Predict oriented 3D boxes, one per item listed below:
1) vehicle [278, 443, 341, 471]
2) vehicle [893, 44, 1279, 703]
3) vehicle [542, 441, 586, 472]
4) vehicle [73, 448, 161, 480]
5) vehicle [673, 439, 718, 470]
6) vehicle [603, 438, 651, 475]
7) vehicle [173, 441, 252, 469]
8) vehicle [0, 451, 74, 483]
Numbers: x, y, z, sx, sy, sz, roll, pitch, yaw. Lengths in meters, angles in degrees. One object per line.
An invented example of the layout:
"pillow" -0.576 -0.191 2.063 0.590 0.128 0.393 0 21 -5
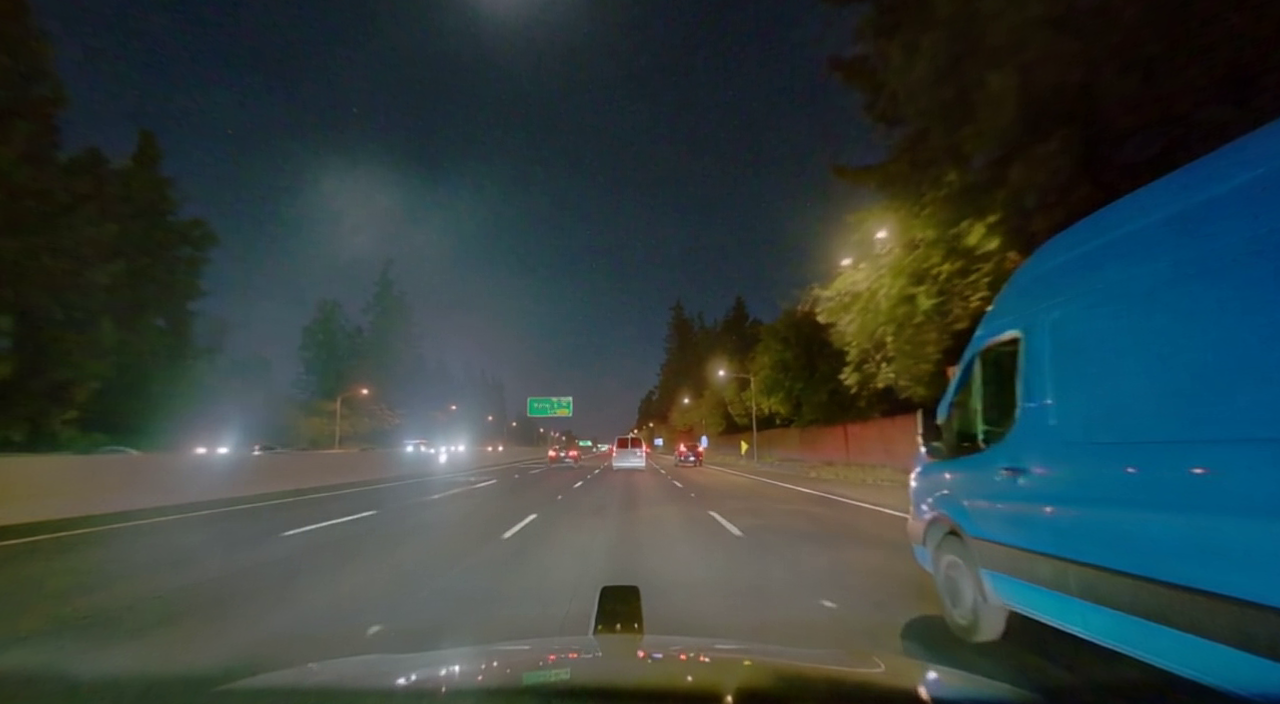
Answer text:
"vehicle" -17.821 5.652 34.210 1.614 1.437 3.291 0 -9 -1
"vehicle" 3.558 0.255 1.999 2.631 2.709 6.496 0 -9 -1
"vehicle" -4.328 6.016 36.569 2.023 1.709 4.263 0 -9 0
"vehicle" -25.017 5.325 30.350 1.448 1.423 3.208 0 -9 0
"vehicle" 3.303 6.173 38.305 2.160 1.759 4.214 0 -9 -2
"vehicle" -0.651 5.379 32.762 2.297 1.783 4.355 0 -9 -1
"vehicle" -29.501 7.134 43.801 2.111 1.796 4.935 0 -9 -2
"vehicle" -29.013 5.401 29.863 1.463 1.405 3.249 0 -9 -1
